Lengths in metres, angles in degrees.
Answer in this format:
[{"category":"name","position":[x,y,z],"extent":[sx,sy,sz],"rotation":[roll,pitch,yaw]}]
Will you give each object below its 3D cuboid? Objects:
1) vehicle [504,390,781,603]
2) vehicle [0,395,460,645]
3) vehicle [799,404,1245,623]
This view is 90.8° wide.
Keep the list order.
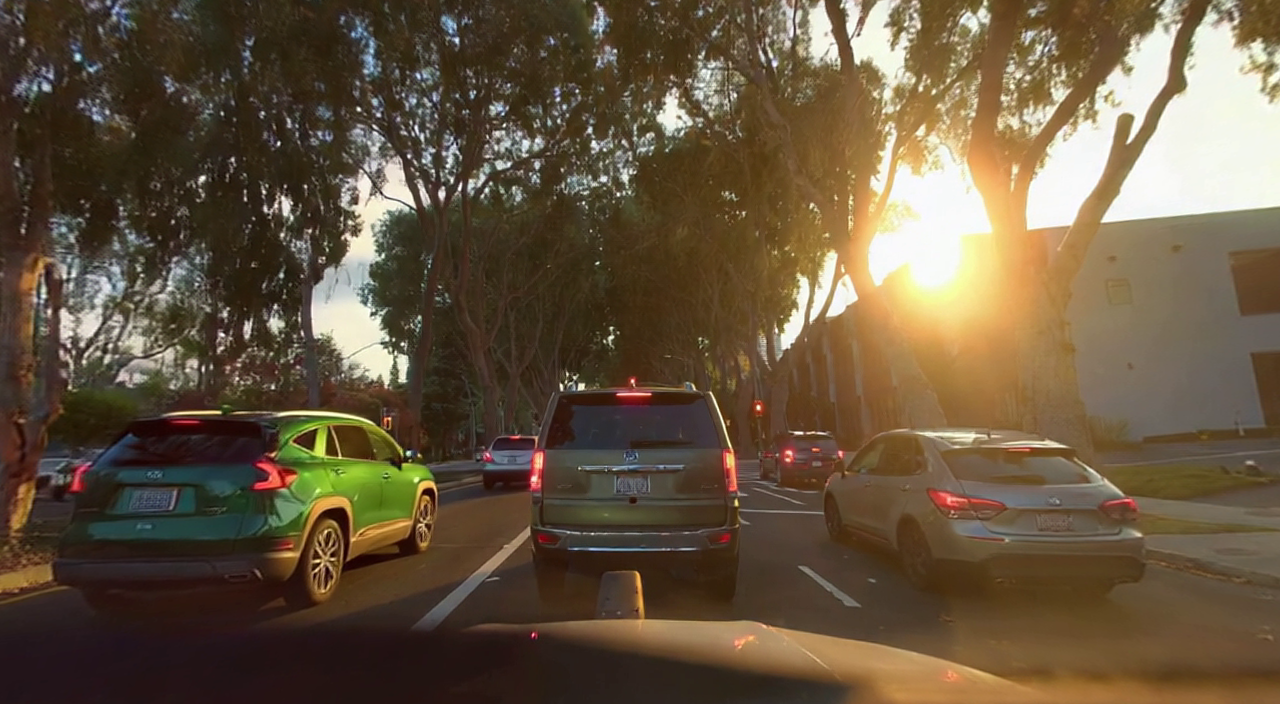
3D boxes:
[{"category":"vehicle","position":[0.001,1.486,7.253],"extent":[2.294,1.761,3.857],"rotation":[0,-9,-1]},{"category":"vehicle","position":[-3.364,1.410,6.275],"extent":[1.961,1.639,4.064],"rotation":[0,-9,0]},{"category":"vehicle","position":[3.473,1.554,7.042],"extent":[2.202,1.657,4.298],"rotation":[0,-9,-1]}]
